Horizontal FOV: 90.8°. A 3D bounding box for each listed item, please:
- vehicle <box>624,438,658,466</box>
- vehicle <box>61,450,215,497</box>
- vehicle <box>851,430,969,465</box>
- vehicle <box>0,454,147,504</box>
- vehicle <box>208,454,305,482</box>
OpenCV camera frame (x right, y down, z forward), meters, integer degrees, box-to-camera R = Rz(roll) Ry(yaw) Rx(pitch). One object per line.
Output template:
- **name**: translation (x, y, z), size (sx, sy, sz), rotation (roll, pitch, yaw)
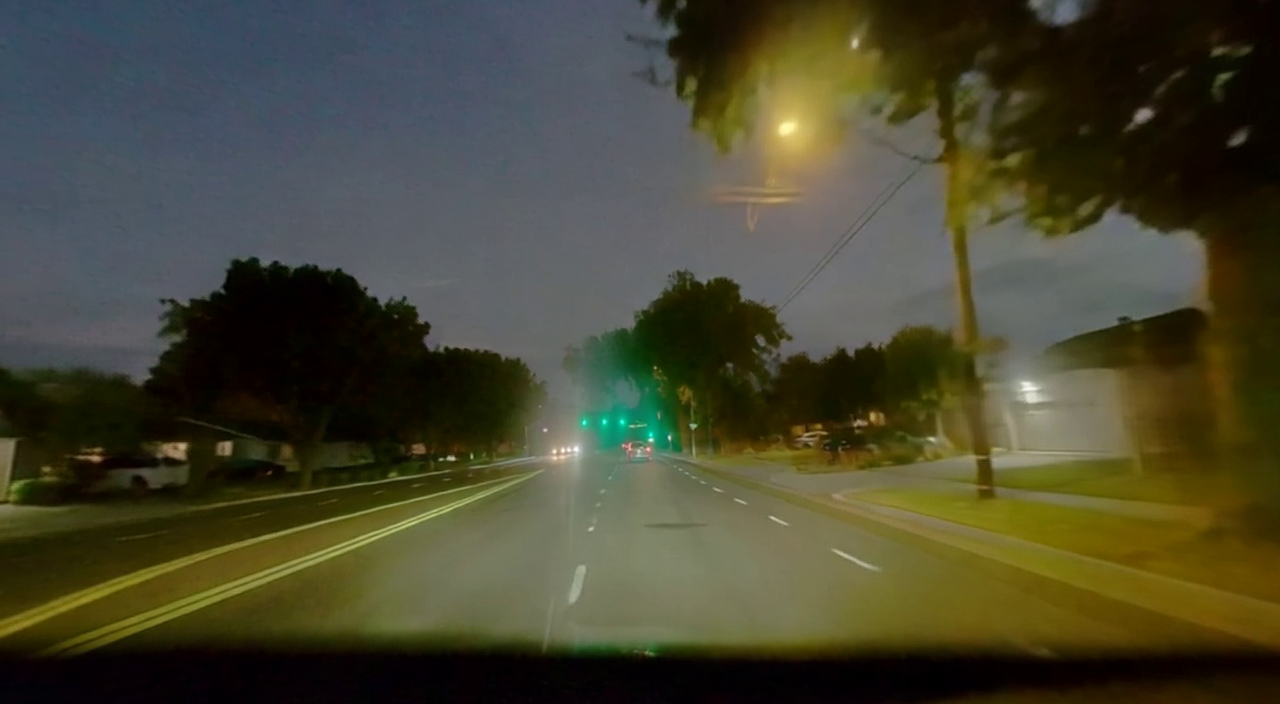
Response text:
- **vehicle**: translation (-0.010, 6.863, 43.605), size (2.215, 1.799, 4.426), rotation (0, -9, -2)
- **vehicle**: translation (-21.284, 5.132, 26.939), size (4.766, 1.873, 2.008), rotation (0, -9, 0)
- **vehicle**: translation (11.982, 4.252, 28.256), size (4.415, 1.467, 1.865), rotation (0, -8, 1)
- **vehicle**: translation (-21.351, 4.722, 23.639), size (4.206, 1.721, 1.807), rotation (0, -9, 0)
- **vehicle**: translation (-22.306, 6.751, 36.868), size (4.363, 1.503, 1.859), rotation (0, -9, -3)
